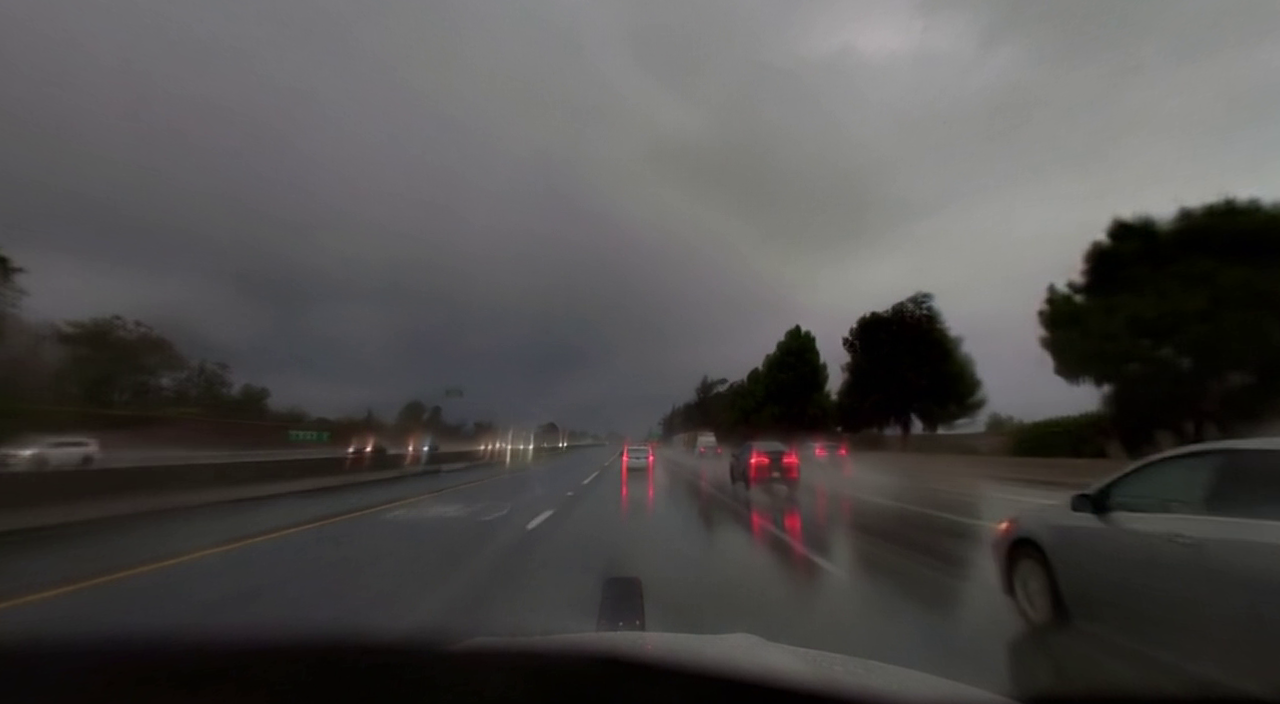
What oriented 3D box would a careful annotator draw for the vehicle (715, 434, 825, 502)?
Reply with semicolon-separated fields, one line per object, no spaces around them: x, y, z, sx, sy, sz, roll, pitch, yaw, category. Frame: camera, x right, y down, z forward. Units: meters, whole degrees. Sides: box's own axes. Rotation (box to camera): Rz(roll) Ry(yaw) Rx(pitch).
3.210;2.948;16.512;1.856;1.517;4.198;0;-8;-2;vehicle

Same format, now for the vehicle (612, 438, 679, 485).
0.120;3.750;21.963;2.098;1.475;3.997;0;-8;-2;vehicle

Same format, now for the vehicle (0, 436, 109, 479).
-25.729;4.425;26.768;2.105;1.666;4.914;0;-8;0;vehicle

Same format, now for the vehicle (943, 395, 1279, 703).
3.481;0.963;2.699;1.993;1.504;4.781;0;-8;0;vehicle

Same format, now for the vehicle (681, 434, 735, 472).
3.226;4.885;30.712;1.997;1.663;4.169;0;-8;-2;vehicle
